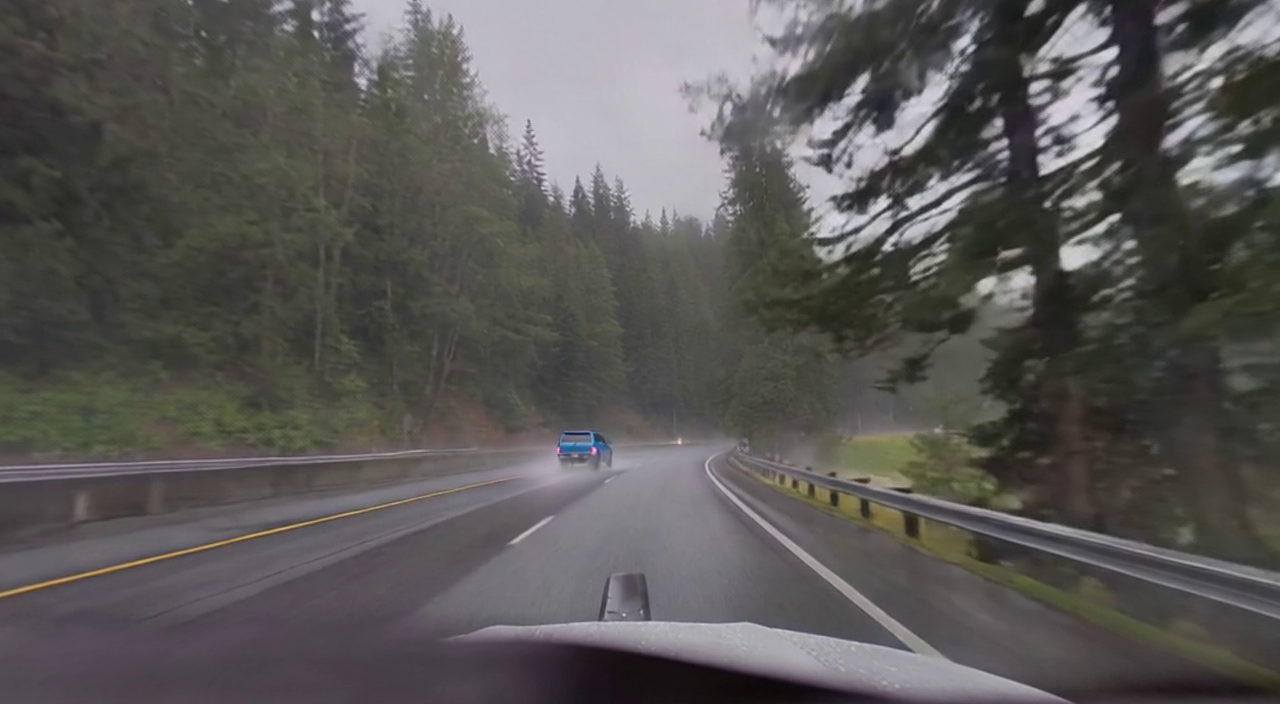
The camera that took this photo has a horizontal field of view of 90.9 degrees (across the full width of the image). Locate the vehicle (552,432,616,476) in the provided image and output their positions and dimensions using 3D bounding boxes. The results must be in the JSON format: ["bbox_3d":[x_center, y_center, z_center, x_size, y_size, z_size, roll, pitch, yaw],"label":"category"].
[{"bbox_3d":[-2.322,4.422,27.501,2.005,1.752,4.479,-1,-8,5],"label":"vehicle"}]
